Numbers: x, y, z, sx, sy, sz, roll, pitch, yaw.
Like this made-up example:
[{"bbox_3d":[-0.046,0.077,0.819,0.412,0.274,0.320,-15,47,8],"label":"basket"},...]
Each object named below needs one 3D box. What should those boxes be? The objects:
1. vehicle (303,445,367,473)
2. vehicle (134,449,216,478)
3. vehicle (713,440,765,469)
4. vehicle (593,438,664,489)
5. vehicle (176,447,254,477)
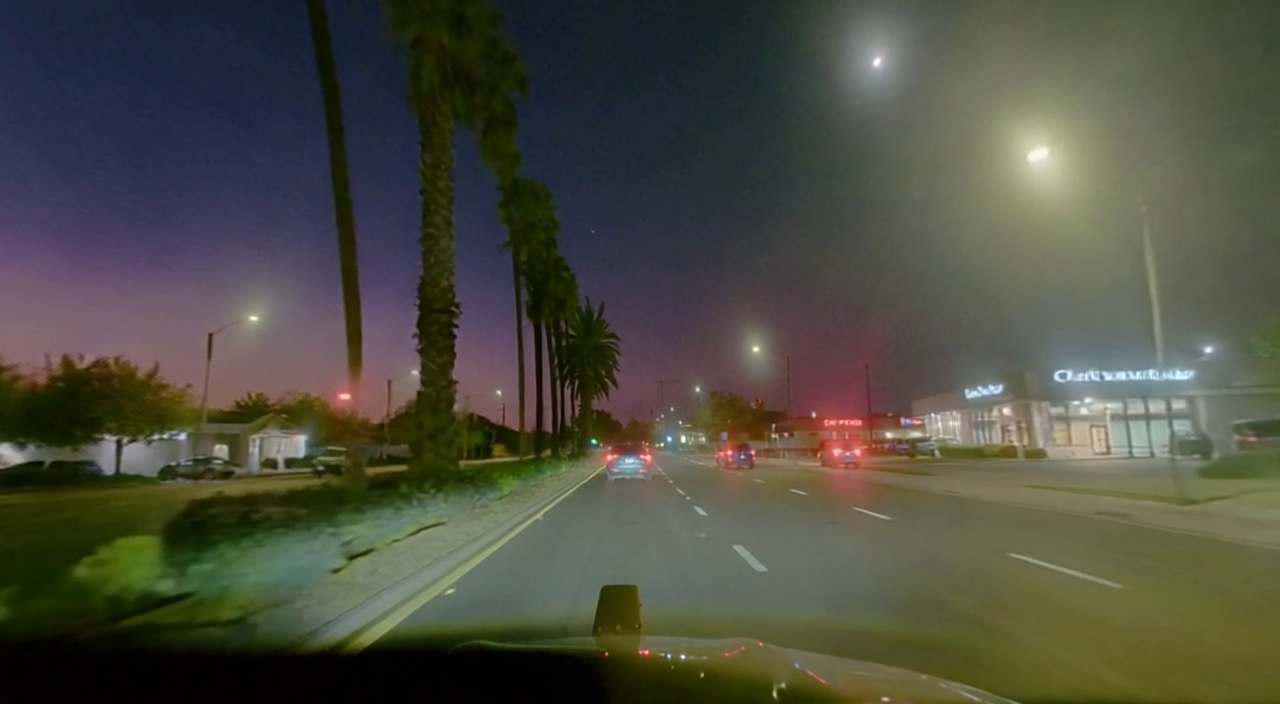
[{"bbox_3d":[-19.293,6.762,40.223,2.021,1.666,4.247,0,-9,-1],"label":"vehicle"},{"bbox_3d":[-29.833,7.129,40.690,2.011,1.753,4.066,0,-9,2],"label":"vehicle"},{"bbox_3d":[5.885,6.206,38.260,2.244,1.618,4.585,0,-9,-2],"label":"vehicle"},{"bbox_3d":[-0.349,3.602,20.756,2.106,1.496,3.964,0,-9,0],"label":"vehicle"},{"bbox_3d":[-27.017,6.975,40.319,1.934,1.736,4.341,0,-9,-1],"label":"vehicle"}]
